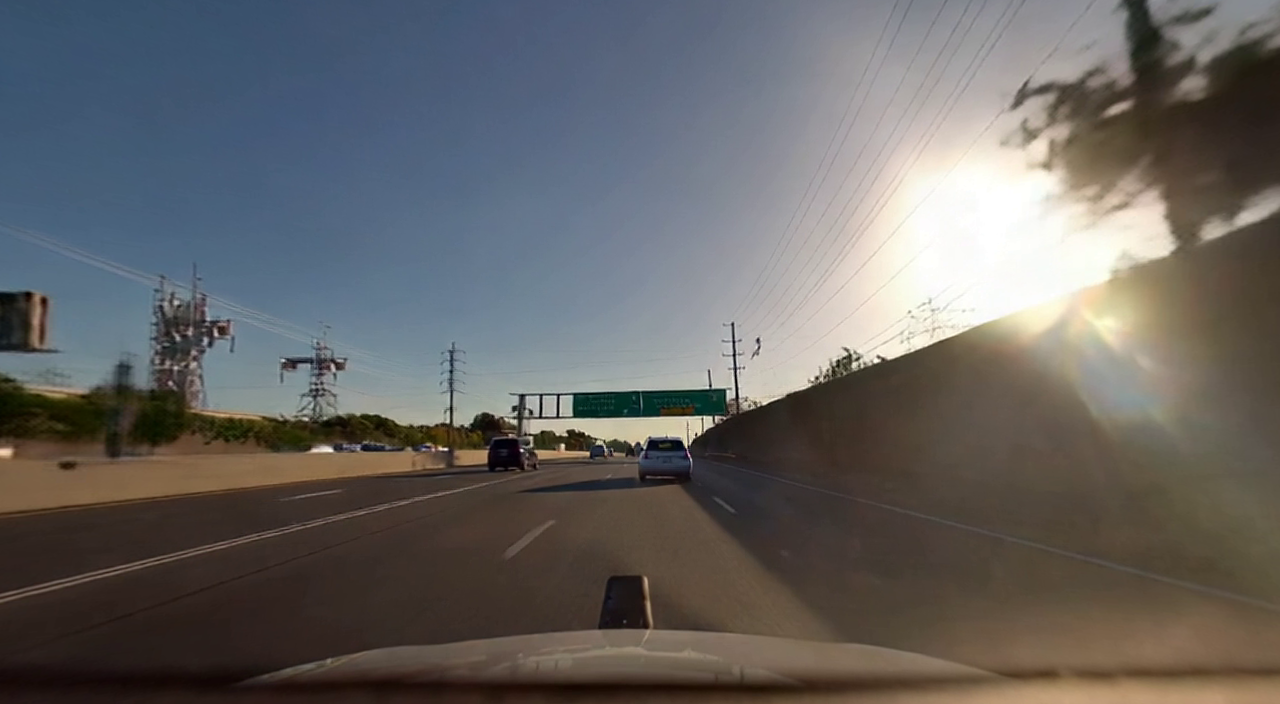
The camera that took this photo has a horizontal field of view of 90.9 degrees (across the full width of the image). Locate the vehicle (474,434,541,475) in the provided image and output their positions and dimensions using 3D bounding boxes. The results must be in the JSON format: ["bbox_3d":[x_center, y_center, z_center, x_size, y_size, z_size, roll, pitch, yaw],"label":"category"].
[{"bbox_3d":[-6.409,4.998,31.050,2.220,1.841,4.516,0,-8,1],"label":"vehicle"}]

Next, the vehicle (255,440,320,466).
[{"bbox_3d":[-20.603,5.906,37.046,1.670,1.446,3.640,0,-8,1],"label":"vehicle"}]

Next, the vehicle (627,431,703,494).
[{"bbox_3d":[0.704,3.386,19.774,2.134,1.733,4.049,0,-8,0],"label":"vehicle"}]
